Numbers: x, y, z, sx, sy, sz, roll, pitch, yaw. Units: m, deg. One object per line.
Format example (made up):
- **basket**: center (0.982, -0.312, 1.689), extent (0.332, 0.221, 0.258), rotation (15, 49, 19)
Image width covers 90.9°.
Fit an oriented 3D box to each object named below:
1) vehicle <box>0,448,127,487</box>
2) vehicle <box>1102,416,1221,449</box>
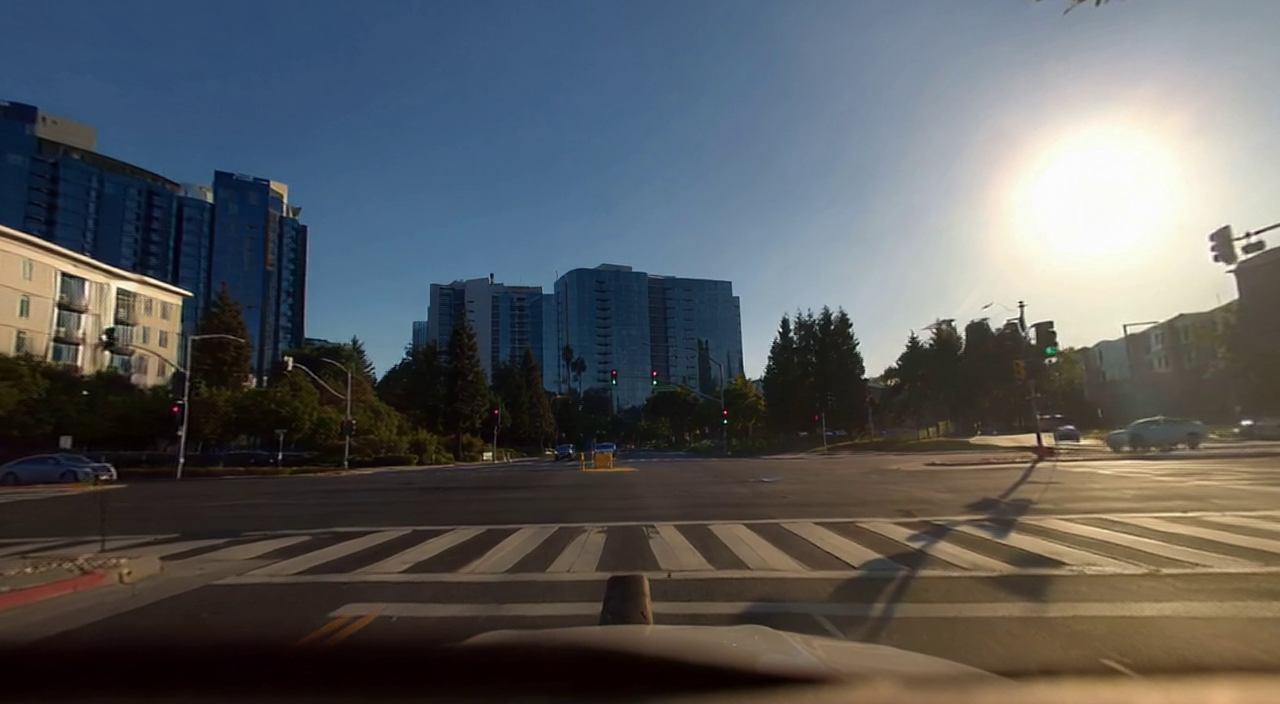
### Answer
- **vehicle**: center (-25.182, 4.964, 27.257), extent (4.332, 1.573, 1.900), rotation (0, -8, 3)
- **vehicle**: center (27.440, 4.276, 33.285), extent (4.483, 1.691, 1.949), rotation (0, -8, 2)
